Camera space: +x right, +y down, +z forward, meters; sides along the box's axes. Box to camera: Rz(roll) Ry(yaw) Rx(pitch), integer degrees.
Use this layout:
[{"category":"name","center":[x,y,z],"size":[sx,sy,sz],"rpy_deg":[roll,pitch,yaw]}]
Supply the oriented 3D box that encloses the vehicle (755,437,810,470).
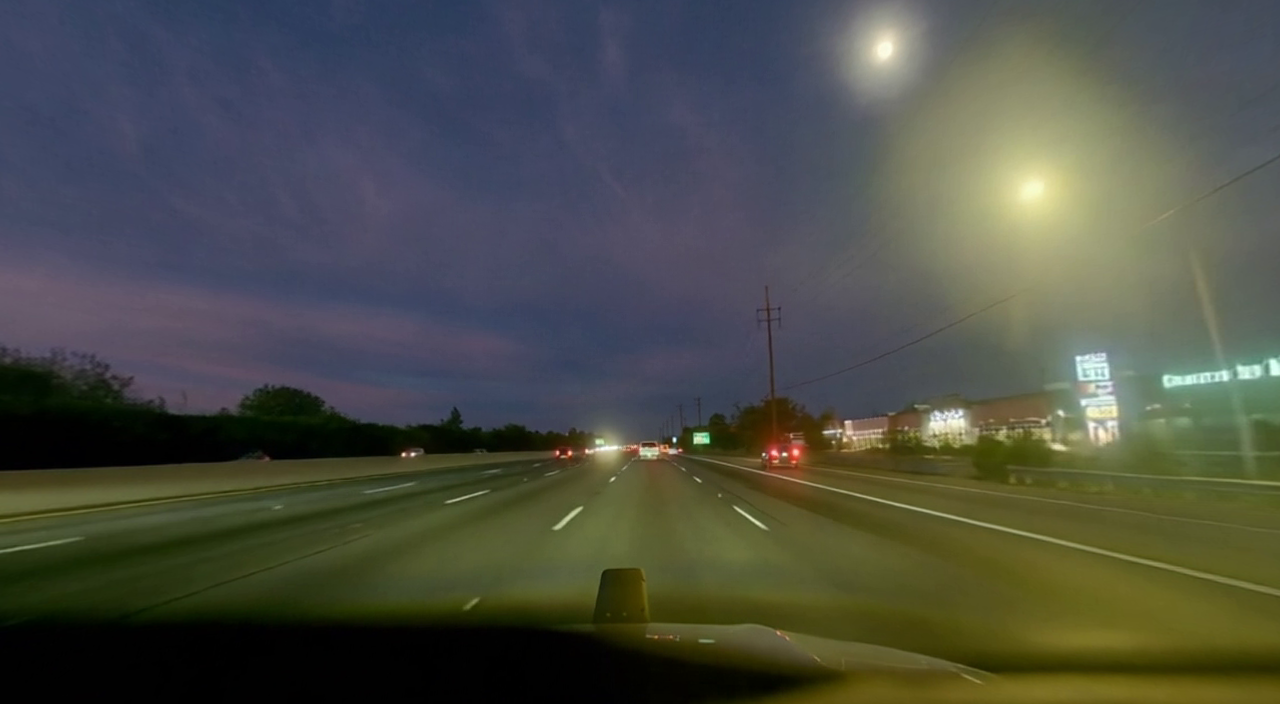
[{"category":"vehicle","center":[7.675,5.520,34.424],"size":[1.937,1.698,4.322],"rpy_deg":[0,-8,-1]}]

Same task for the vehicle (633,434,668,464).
[{"category":"vehicle","center":[0.793,7.624,49.733],"size":[2.622,2.208,5.320],"rpy_deg":[0,-8,0]}]
